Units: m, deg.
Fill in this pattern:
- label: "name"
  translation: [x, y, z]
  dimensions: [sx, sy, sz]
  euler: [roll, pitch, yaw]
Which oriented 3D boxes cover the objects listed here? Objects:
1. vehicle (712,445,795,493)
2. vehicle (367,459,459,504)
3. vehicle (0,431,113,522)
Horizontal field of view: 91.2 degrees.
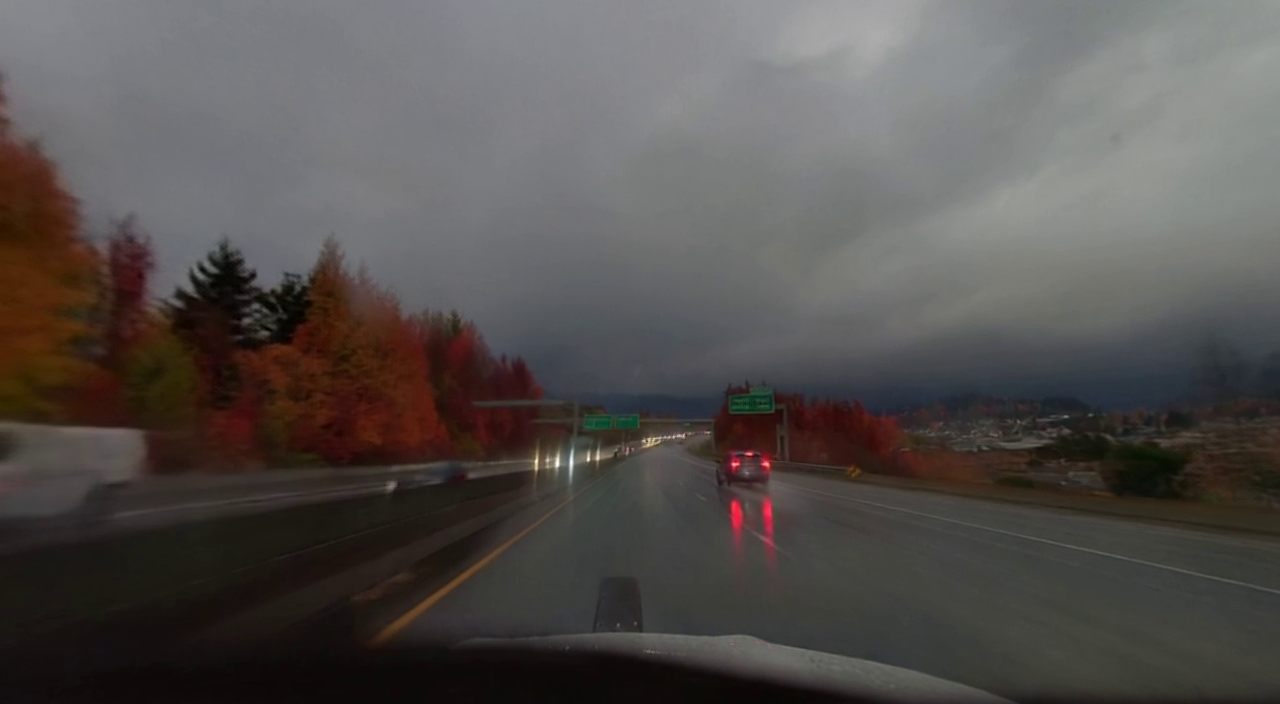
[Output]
- label: "vehicle"
  translation: [4.028, 4.238, 23.050]
  dimensions: [2.070, 1.546, 4.648]
  euler: [0, -9, -1]
- label: "vehicle"
  translation: [-8.629, 4.935, 24.283]
  dimensions: [1.911, 1.493, 4.427]
  euler: [0, -9, 0]
- label: "vehicle"
  translation: [-12.981, 2.373, 11.921]
  dimensions: [1.988, 1.689, 4.482]
  euler: [0, -9, 0]
